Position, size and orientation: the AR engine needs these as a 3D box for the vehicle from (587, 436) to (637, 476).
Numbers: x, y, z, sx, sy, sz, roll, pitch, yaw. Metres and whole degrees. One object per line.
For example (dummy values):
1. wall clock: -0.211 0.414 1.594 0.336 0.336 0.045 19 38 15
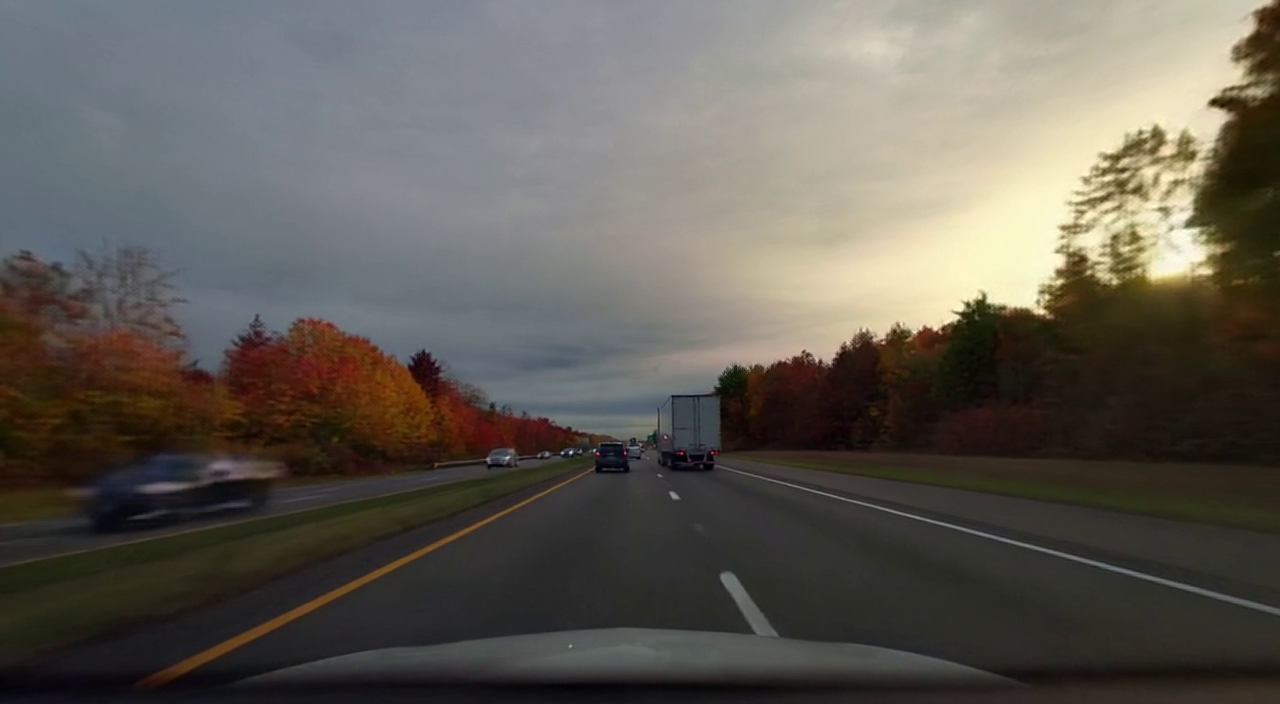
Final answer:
1. vehicle: -1.229 4.811 29.106 2.151 1.693 4.201 0 -9 -1

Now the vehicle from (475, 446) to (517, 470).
1. vehicle: -10.086 7.451 44.219 1.946 1.550 4.142 -1 -9 0

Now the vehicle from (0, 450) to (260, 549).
1. vehicle: -9.693 2.671 12.119 1.890 1.505 4.484 0 -9 -1

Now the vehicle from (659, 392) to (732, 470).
1. vehicle: 3.089 5.159 39.670 3.068 4.042 13.787 0 -9 -1
